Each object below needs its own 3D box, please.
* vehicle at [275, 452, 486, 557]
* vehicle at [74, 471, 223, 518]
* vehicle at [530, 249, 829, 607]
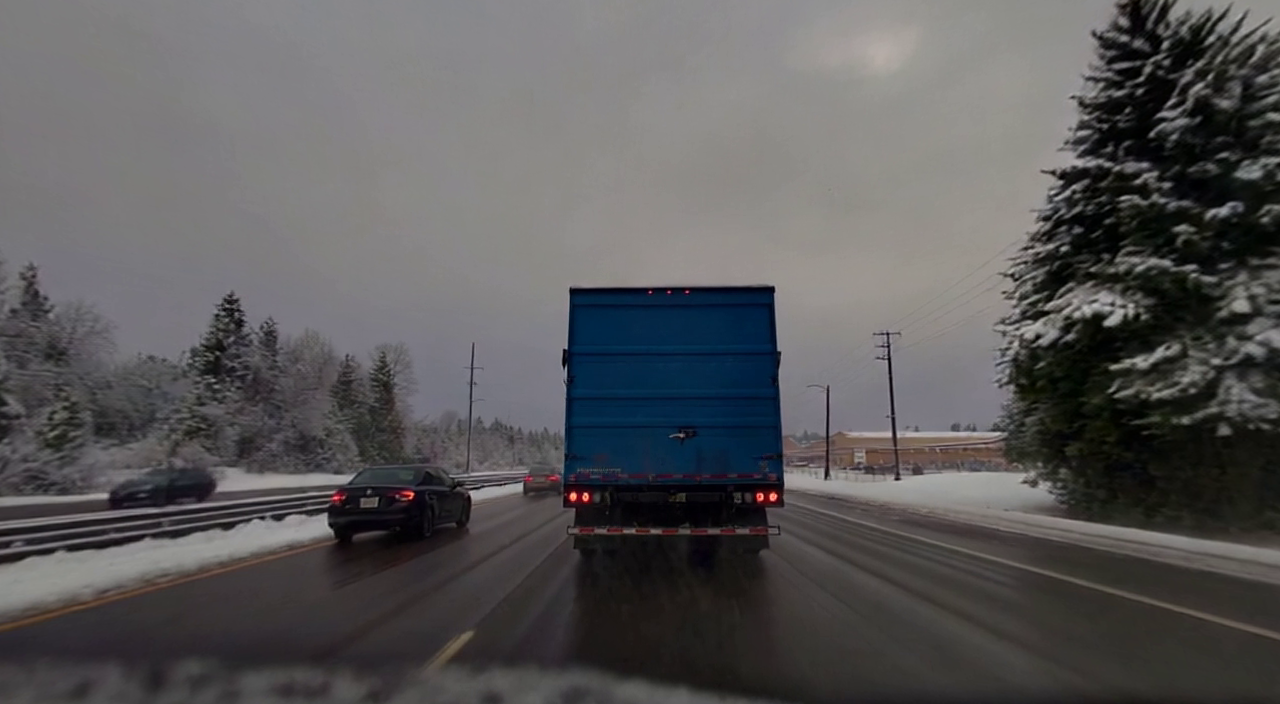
[{"bbox_3d":[-4.285,2.618,11.339,1.891,1.469,4.431,1,-11,0],"label":"vehicle"},{"bbox_3d":[-17.830,5.168,23.188,1.815,1.486,4.458,0,-11,1],"label":"vehicle"},{"bbox_3d":[0.567,1.455,10.564,2.831,3.529,8.689,0,-11,3],"label":"vehicle"}]
